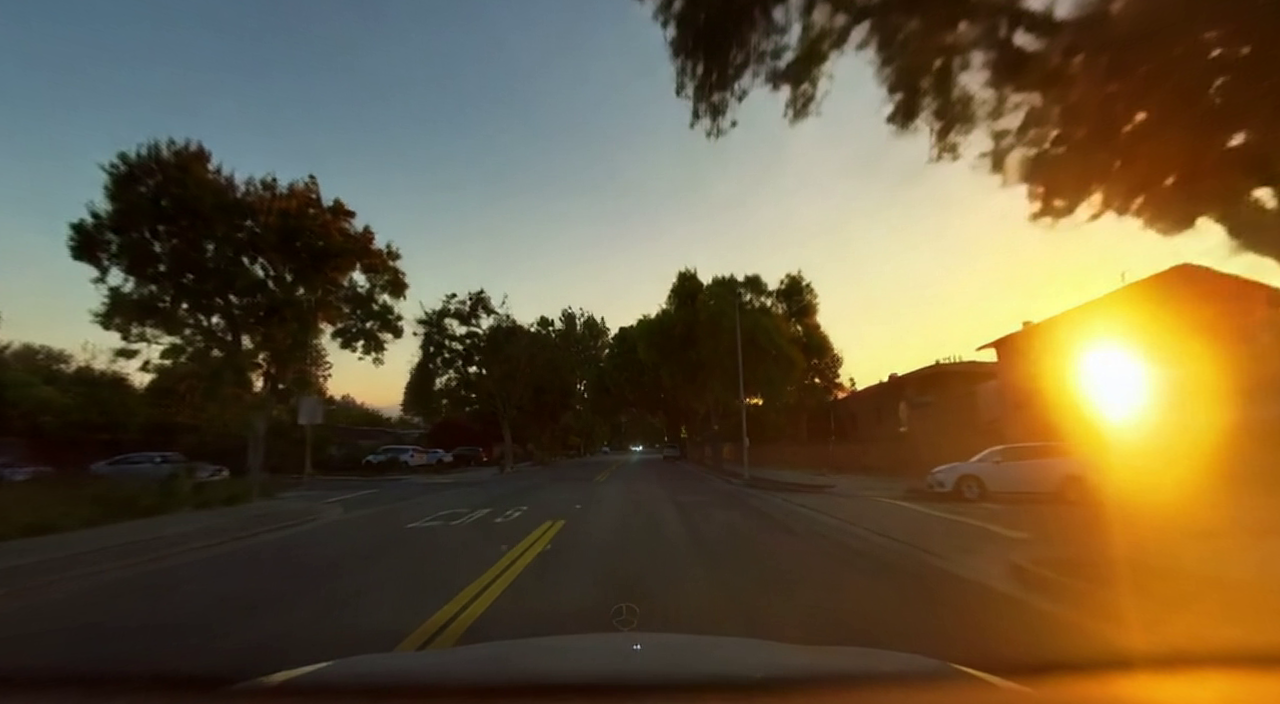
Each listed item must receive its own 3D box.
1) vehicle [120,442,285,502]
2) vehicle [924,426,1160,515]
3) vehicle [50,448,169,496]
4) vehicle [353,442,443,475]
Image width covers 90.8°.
[{"bbox_3d":[-15.747,4.206,22.648,6.072,1.882,2.277,-5,-9,29],"label":"vehicle"},{"bbox_3d":[10.589,3.217,17.094,4.854,1.771,2.123,-12,-12,28],"label":"vehicle"},{"bbox_3d":[-21.643,4.846,25.739,4.507,1.774,1.923,-5,-9,26],"label":"vehicle"},{"bbox_3d":[-14.728,6.483,38.736,2.066,1.852,4.782,-6,-10,34],"label":"vehicle"}]
